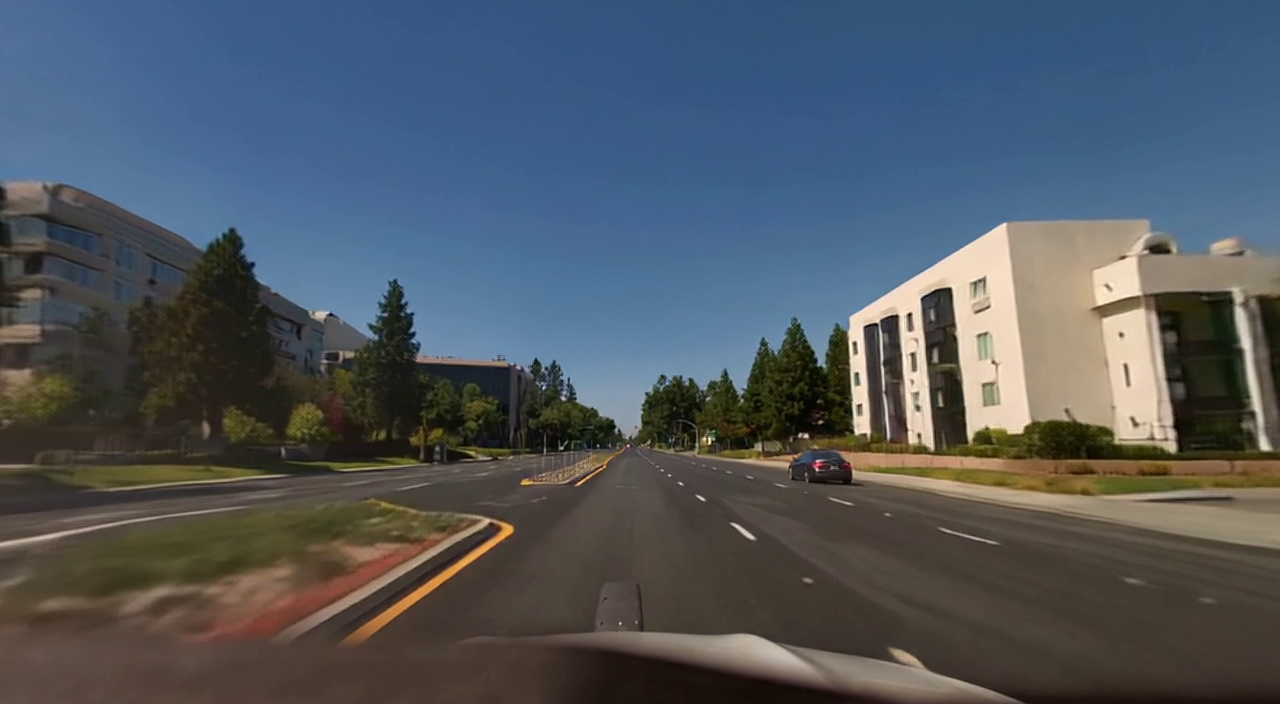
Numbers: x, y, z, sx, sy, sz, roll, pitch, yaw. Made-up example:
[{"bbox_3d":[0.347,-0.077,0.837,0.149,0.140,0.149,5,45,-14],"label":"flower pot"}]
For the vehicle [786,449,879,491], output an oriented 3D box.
[{"bbox_3d":[7.272,4.470,24.270,2.054,1.421,4.487,0,-9,-2],"label":"vehicle"}]
